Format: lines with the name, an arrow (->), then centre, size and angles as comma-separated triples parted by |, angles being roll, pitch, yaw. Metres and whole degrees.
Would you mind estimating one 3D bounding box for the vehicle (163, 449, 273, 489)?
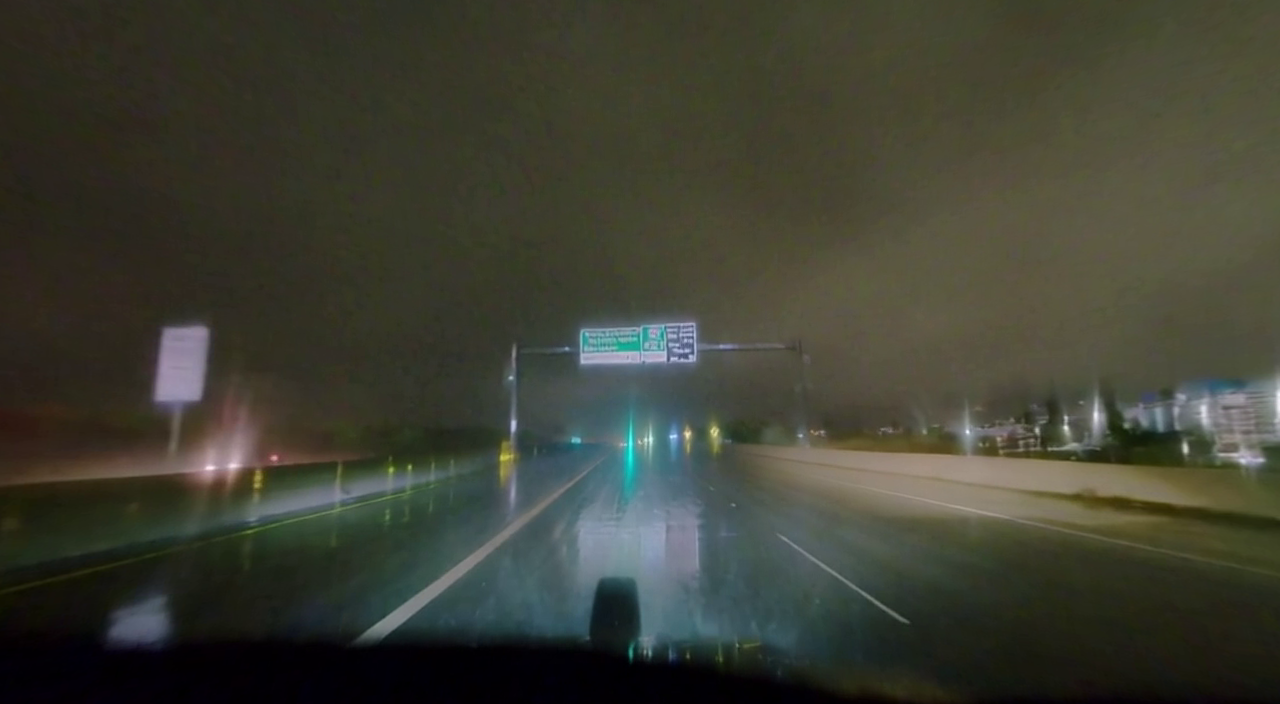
vehicle -> -18.010, 4.967, 27.122 | 1.911, 1.468, 4.258 | 0, -8, -2
